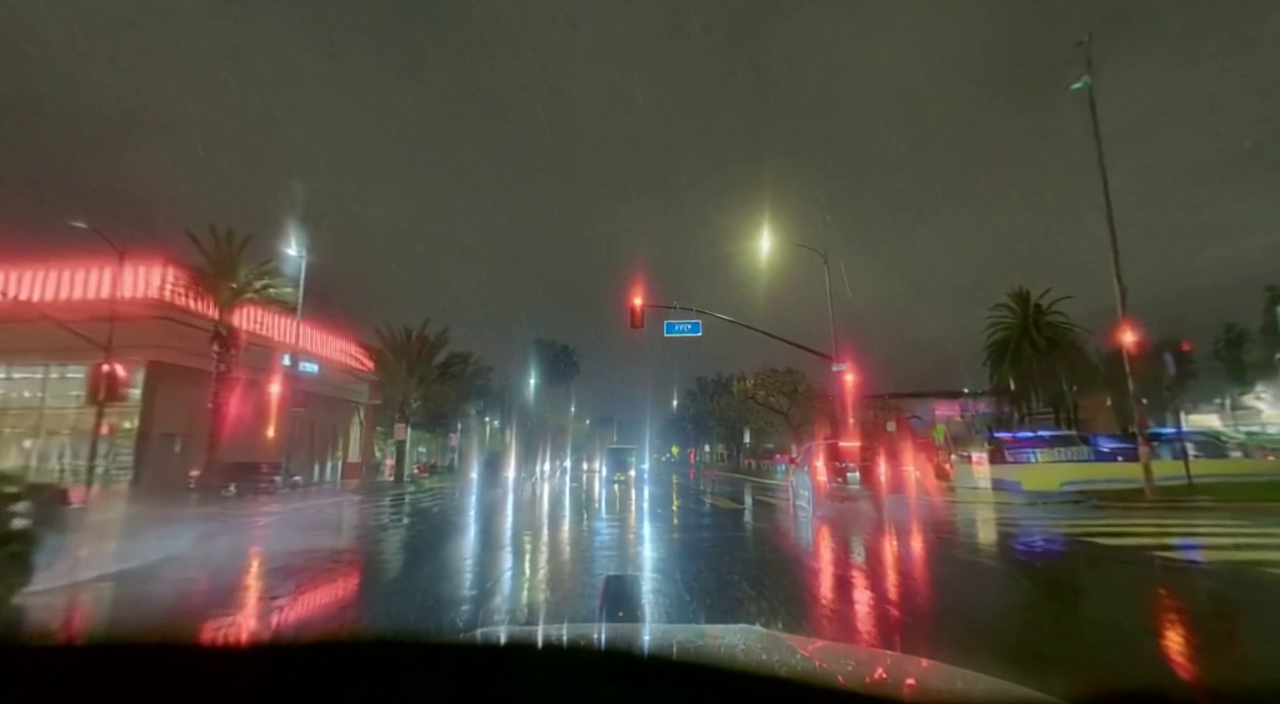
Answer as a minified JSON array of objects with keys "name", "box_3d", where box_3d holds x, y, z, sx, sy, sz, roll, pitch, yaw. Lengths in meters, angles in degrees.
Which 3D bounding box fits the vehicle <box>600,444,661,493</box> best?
[{"name":"vehicle","box_3d":[-0.395,4.732,26.003,2.264,1.798,4.531,0,-9,-1]}]

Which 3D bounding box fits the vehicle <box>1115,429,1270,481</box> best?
[{"name":"vehicle","box_3d":[19.488,3.610,22.546,1.865,1.473,3.989,0,-4,-3]}]

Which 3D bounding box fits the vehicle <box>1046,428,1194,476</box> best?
[{"name":"vehicle","box_3d":[16.910,3.537,22.599,1.850,1.509,4.297,0,-8,-1]}]

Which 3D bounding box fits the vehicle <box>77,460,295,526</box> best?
[{"name":"vehicle","box_3d":[-12.335,3.770,17.444,2.002,1.470,4.388,-8,-12,38]}]

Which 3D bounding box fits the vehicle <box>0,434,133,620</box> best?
[{"name":"vehicle","box_3d":[-6.273,1.278,4.138,2.032,1.508,4.661,0,-9,0]}]

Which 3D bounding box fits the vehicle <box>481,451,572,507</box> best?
[{"name":"vehicle","box_3d":[-3.333,3.821,19.409,1.921,1.491,4.332,-1,-9,1]}]

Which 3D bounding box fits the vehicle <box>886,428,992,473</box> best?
[{"name":"vehicle","box_3d":[11.689,3.995,25.137,1.899,1.550,4.531,-1,-11,-1]}]

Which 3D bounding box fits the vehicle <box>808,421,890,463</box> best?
[{"name":"vehicle","box_3d":[11.632,5.176,35.670,2.652,2.045,5.359,-3,-10,-1]}]

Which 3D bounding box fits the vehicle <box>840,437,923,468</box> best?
[{"name":"vehicle","box_3d":[11.641,4.942,30.811,2.598,1.299,3.611,-1,-11,0]}]

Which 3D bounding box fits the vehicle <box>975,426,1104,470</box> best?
[{"name":"vehicle","box_3d":[14.390,3.544,23.123,1.797,1.443,4.451,0,-10,0]}]

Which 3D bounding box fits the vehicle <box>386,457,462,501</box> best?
[{"name":"vehicle","box_3d":[-9.163,5.381,27.081,1.866,1.541,3.953,-4,-9,-1]}]
